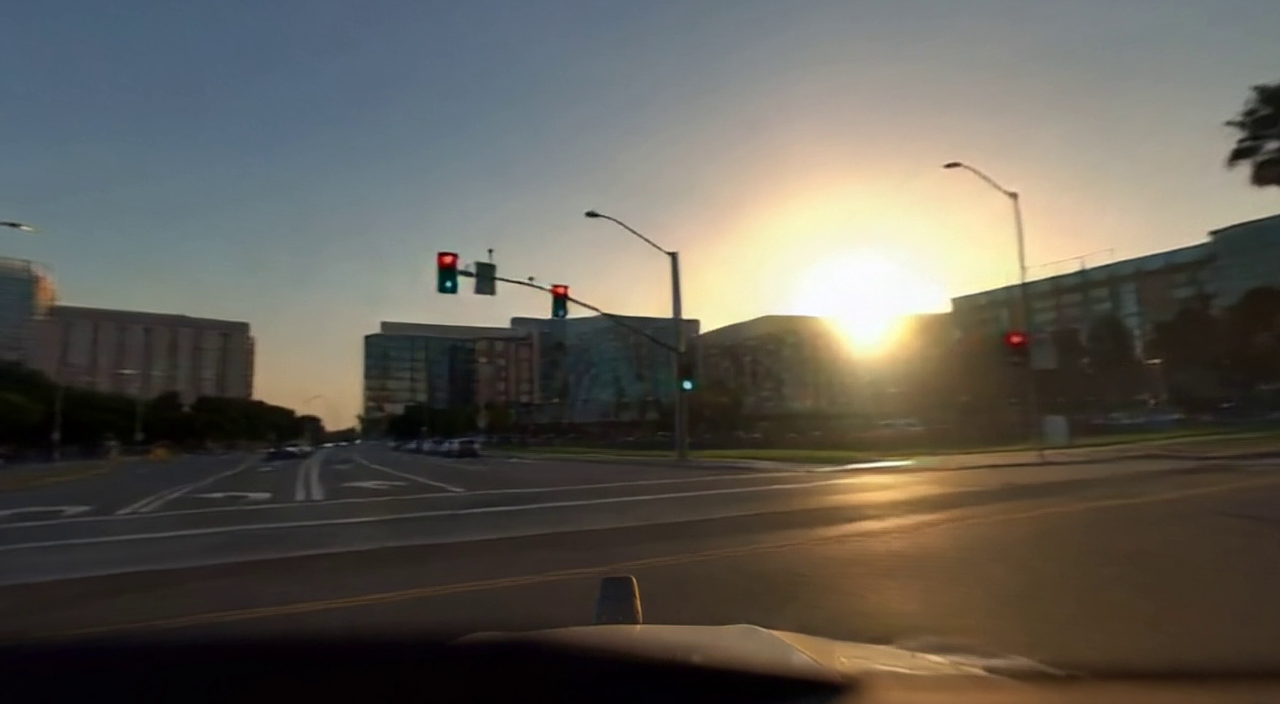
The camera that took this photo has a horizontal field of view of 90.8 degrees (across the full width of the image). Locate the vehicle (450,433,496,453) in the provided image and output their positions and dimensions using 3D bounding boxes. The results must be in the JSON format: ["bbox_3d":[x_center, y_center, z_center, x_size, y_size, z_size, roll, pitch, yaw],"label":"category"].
[{"bbox_3d":[-13.189,7.196,49.641,1.870,1.456,4.605,6,-11,-35],"label":"vehicle"}]
